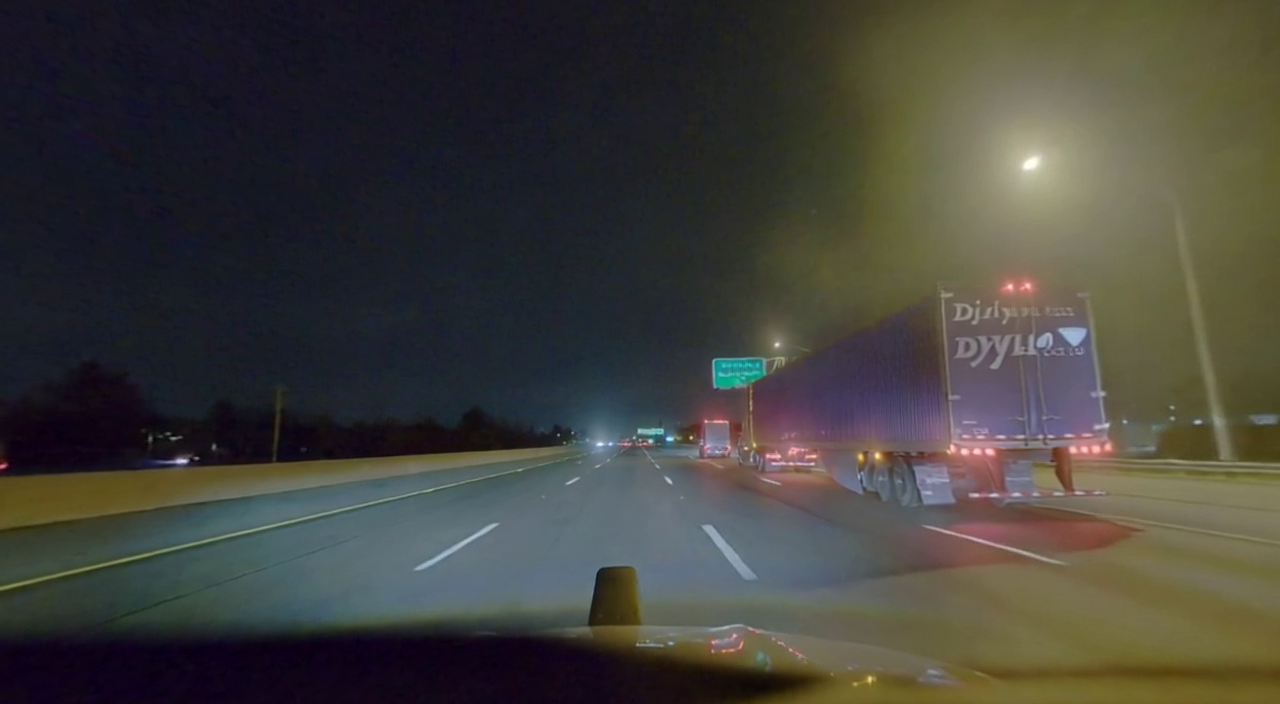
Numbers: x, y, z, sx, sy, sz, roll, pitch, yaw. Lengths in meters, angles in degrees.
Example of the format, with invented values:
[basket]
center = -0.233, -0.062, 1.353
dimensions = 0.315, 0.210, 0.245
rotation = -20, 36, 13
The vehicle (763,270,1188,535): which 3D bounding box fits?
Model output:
[vehicle]
center = 6.476, 1.872, 17.454
dimensions = 2.962, 3.947, 16.241
rotation = 0, -8, 0
